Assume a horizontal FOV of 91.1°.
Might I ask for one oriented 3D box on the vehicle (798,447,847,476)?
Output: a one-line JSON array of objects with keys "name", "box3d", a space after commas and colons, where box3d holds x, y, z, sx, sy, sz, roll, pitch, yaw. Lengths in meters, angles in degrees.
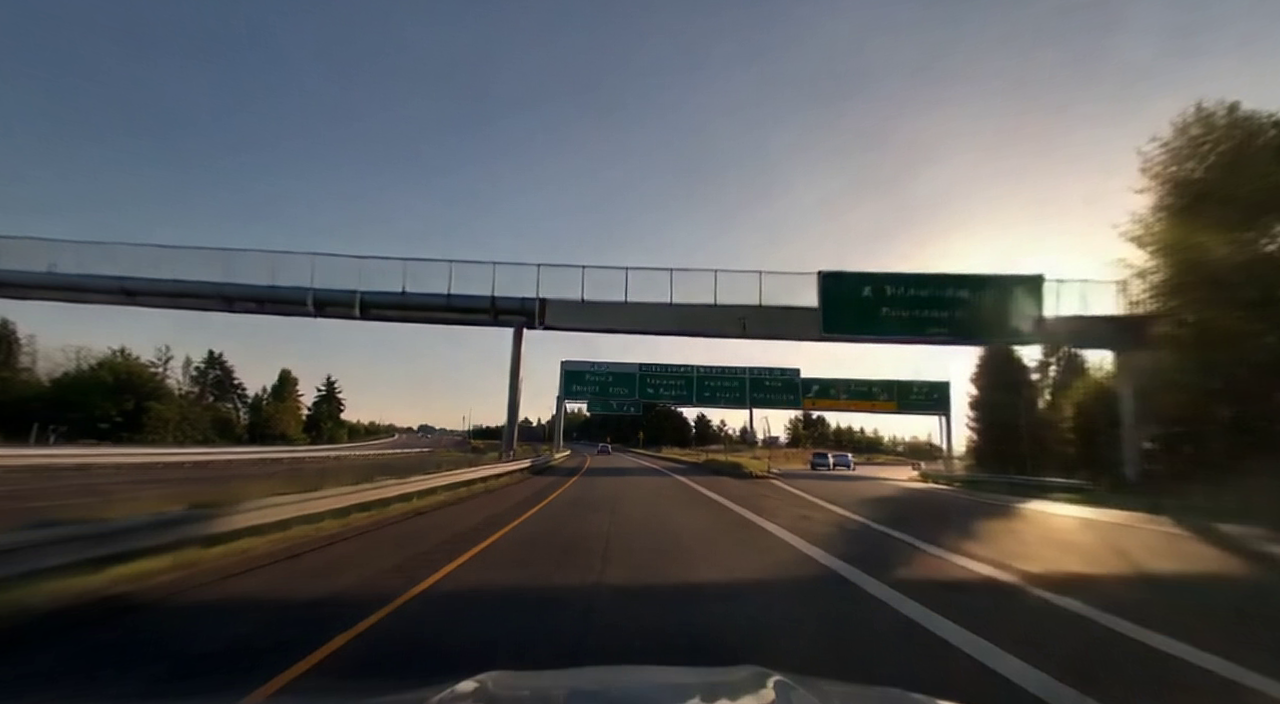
[{"name": "vehicle", "box3d": [9.898, 5.943, 34.307, 2.129, 1.444, 3.649, -2, -9, 10]}]
